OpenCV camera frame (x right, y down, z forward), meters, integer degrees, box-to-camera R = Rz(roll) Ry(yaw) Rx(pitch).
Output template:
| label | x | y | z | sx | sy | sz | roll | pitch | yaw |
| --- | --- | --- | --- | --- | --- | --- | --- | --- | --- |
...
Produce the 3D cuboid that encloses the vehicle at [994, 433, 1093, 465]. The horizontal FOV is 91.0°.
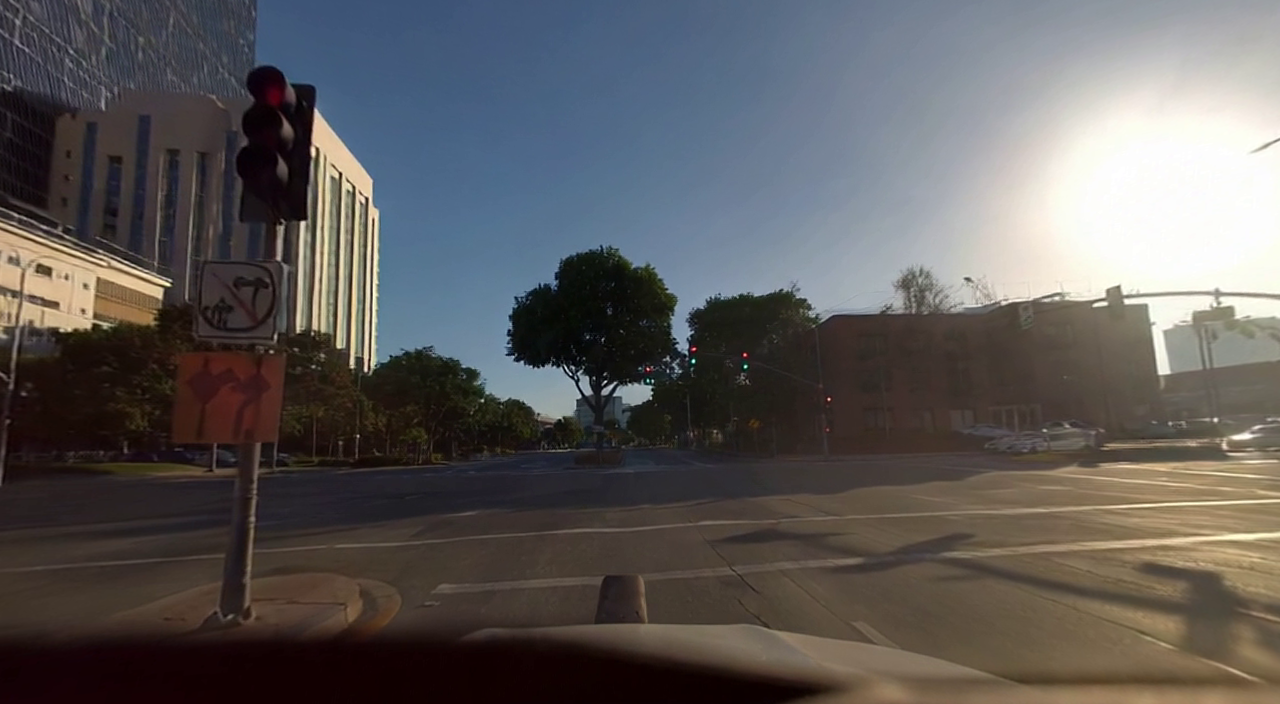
| label | x | y | z | sx | sy | sz | roll | pitch | yaw |
| --- | --- | --- | --- | --- | --- | --- | --- | --- | --- |
| vehicle | 22.029 | 5.298 | 34.391 | 4.769 | 1.634 | 1.884 | 3 | -9 | -18 |
